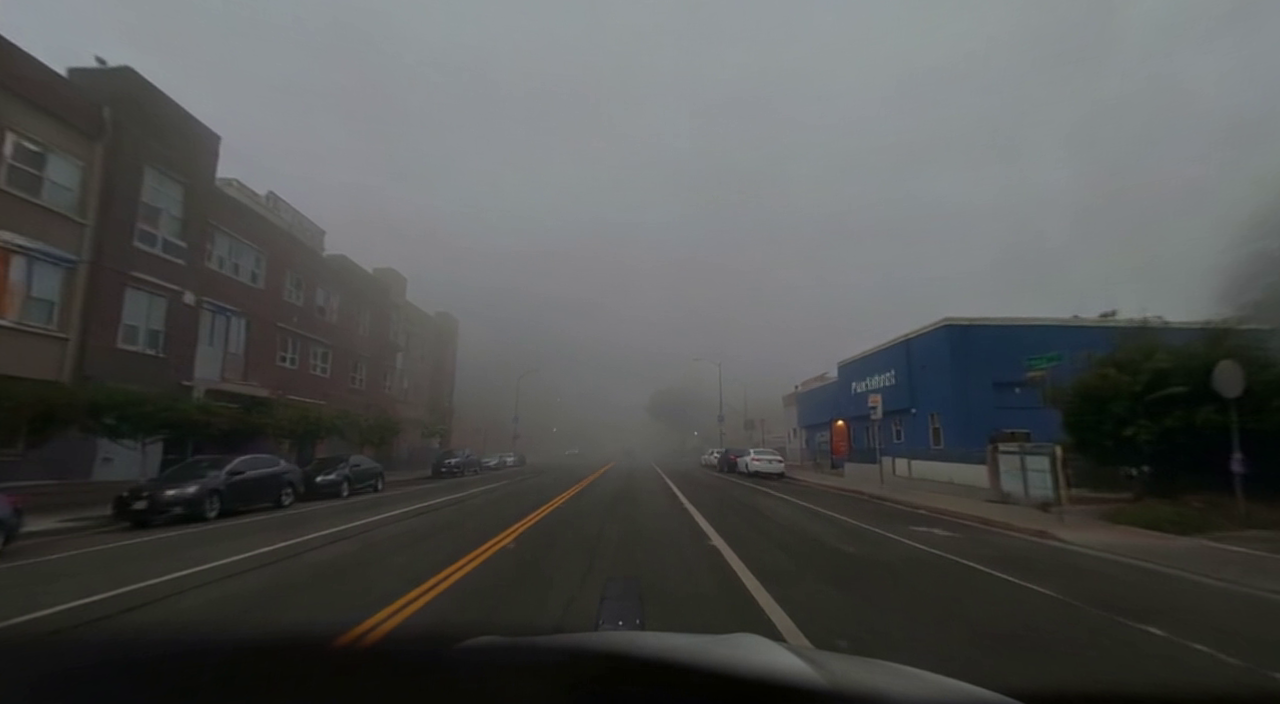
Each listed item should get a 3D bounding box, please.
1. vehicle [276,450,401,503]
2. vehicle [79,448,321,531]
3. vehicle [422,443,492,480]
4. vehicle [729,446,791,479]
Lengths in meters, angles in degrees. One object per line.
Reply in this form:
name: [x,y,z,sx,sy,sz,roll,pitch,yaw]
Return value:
vehicle: [-9.672,3.991,20.748,2.021,1.482,4.601,0,-8,-3]
vehicle: [-10.079,3.136,15.206,1.995,1.564,5.321,0,-8,0]
vehicle: [-10.003,5.981,35.056,2.228,1.863,5.407,0,-8,1]
vehicle: [6.012,5.571,32.270,2.038,1.482,4.994,0,-8,-2]
